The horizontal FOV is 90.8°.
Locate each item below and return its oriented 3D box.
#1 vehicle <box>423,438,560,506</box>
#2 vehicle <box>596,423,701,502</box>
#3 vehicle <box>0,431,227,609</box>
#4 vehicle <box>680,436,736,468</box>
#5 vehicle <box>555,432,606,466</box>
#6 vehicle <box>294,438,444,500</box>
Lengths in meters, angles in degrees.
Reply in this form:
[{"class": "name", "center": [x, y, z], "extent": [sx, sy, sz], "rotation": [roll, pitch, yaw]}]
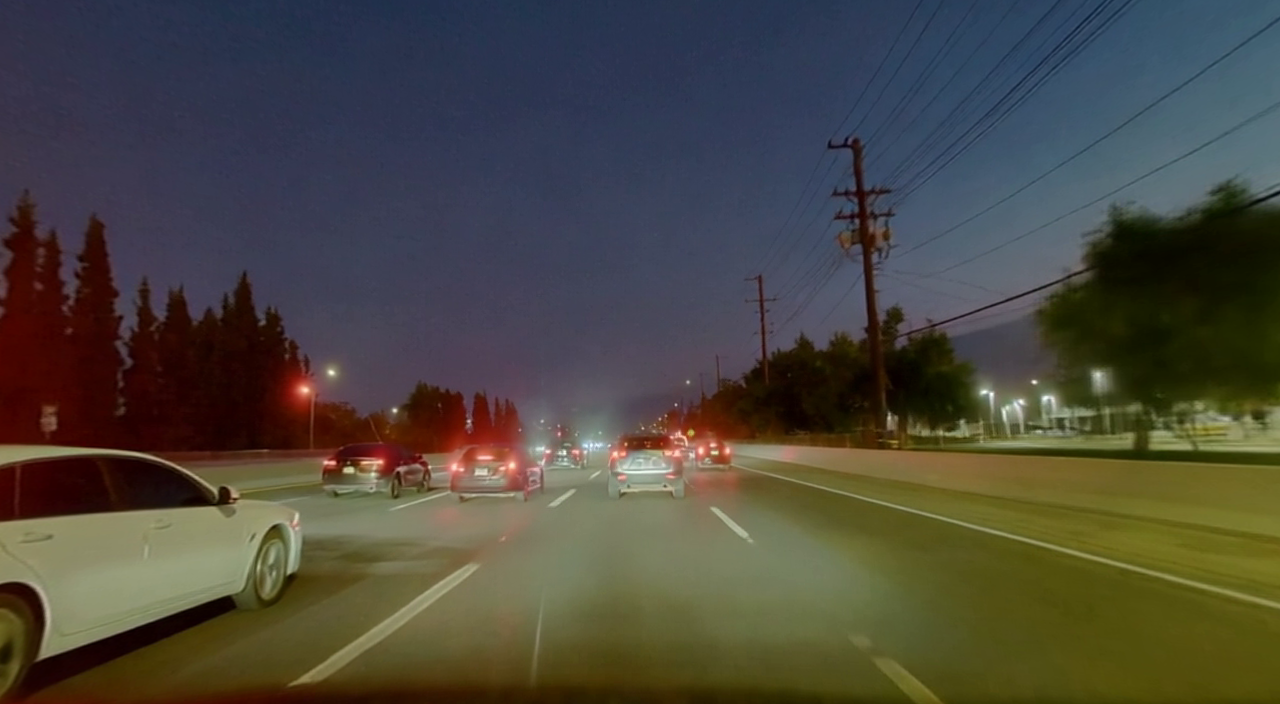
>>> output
[{"class": "vehicle", "center": [-3.417, 2.871, 15.633], "extent": [2.203, 1.425, 4.610], "rotation": [0, -8, 1]}, {"class": "vehicle", "center": [0.178, 2.714, 15.858], "extent": [2.284, 1.699, 4.168], "rotation": [0, -8, 0]}, {"class": "vehicle", "center": [-6.242, 1.469, 5.785], "extent": [1.958, 1.447, 4.454], "rotation": [0, -8, -1]}, {"class": "vehicle", "center": [3.275, 4.911, 31.222], "extent": [2.197, 1.464, 4.356], "rotation": [0, -8, -1]}, {"class": "vehicle", "center": [-3.246, 5.459, 35.633], "extent": [2.353, 1.773, 4.286], "rotation": [0, -8, 1]}, {"class": "vehicle", "center": [-7.140, 3.121, 17.312], "extent": [1.959, 1.435, 4.719], "rotation": [0, -8, 1]}]
